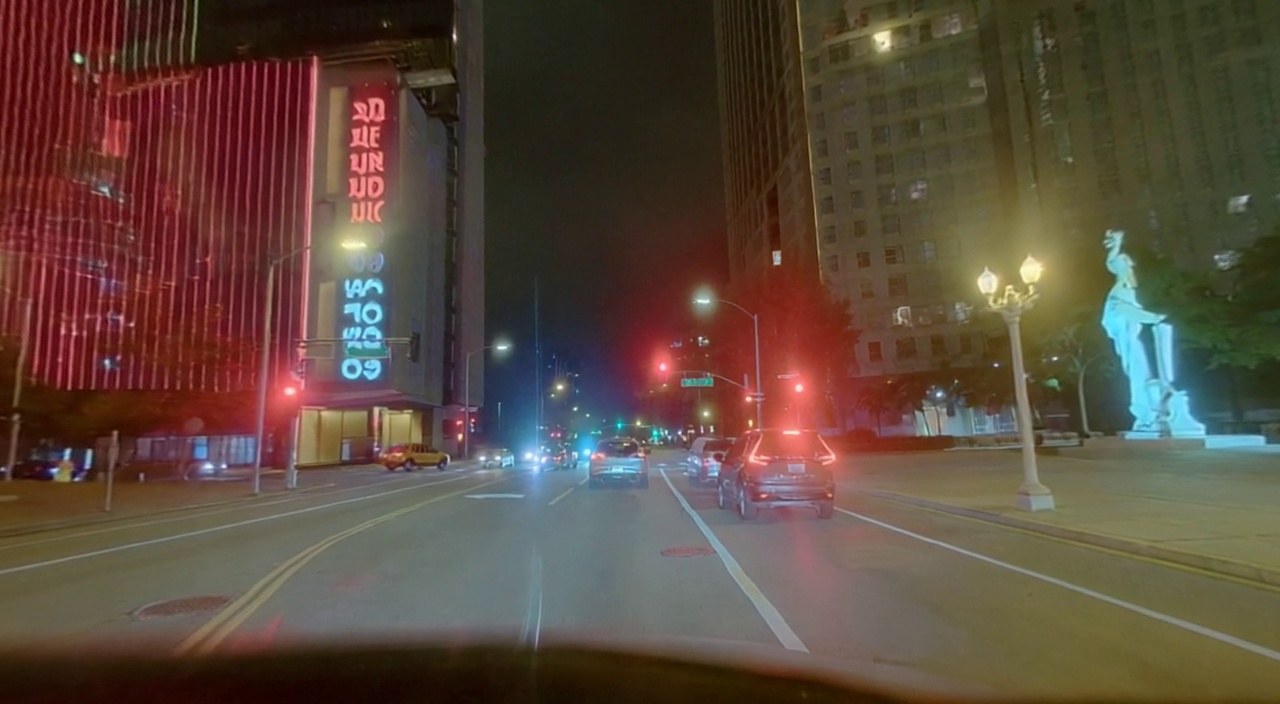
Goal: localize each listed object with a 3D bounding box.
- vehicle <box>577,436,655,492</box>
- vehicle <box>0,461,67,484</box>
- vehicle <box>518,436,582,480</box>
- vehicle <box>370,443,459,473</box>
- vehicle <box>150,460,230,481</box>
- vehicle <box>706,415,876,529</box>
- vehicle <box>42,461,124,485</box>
[{"bbox_3d":[-0.644,3.313,18.997,2.096,1.492,4.071,0,-9,0],"label":"vehicle"},{"bbox_3d":[-44.554,8.807,46.175,3.671,1.498,1.670,1,-9,3],"label":"vehicle"},{"bbox_3d":[-3.584,4.304,25.956,2.045,1.633,4.864,0,-9,-2],"label":"vehicle"},{"bbox_3d":[-14.082,6.660,39.752,4.855,1.769,2.071,1,-9,-9],"label":"vehicle"},{"bbox_3d":[-32.478,8.545,45.623,4.392,1.427,1.764,0,-9,0],"label":"vehicle"},{"bbox_3d":[2.609,2.218,12.185,2.096,1.775,4.440,0,-9,-1],"label":"vehicle"},{"bbox_3d":[-40.244,8.734,45.701,4.224,1.622,1.808,0,-9,0],"label":"vehicle"}]
